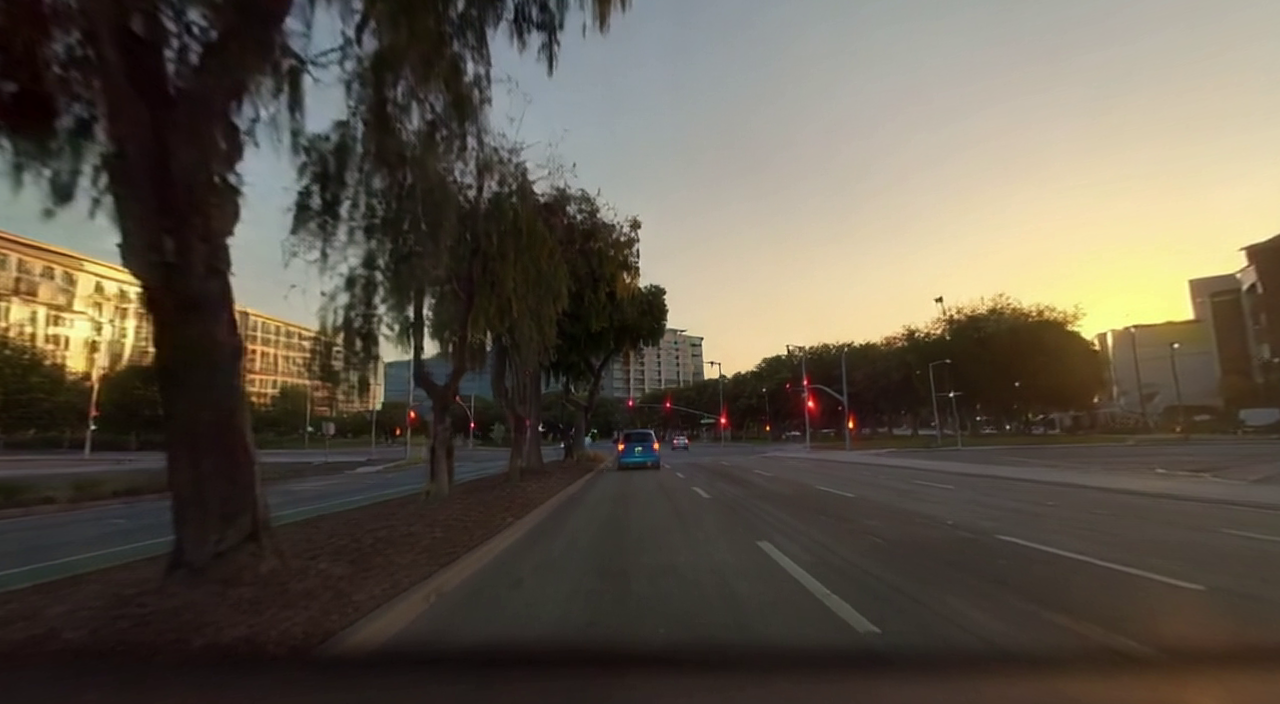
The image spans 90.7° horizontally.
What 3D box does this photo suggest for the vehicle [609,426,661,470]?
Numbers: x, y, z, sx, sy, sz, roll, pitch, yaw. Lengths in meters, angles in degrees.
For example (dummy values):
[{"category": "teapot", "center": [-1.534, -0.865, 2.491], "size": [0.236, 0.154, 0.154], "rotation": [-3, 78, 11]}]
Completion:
[{"category": "vehicle", "center": [-0.265, 4.577, 30.261], "size": [2.267, 1.926, 4.708], "rotation": [0, -9, -1]}]
